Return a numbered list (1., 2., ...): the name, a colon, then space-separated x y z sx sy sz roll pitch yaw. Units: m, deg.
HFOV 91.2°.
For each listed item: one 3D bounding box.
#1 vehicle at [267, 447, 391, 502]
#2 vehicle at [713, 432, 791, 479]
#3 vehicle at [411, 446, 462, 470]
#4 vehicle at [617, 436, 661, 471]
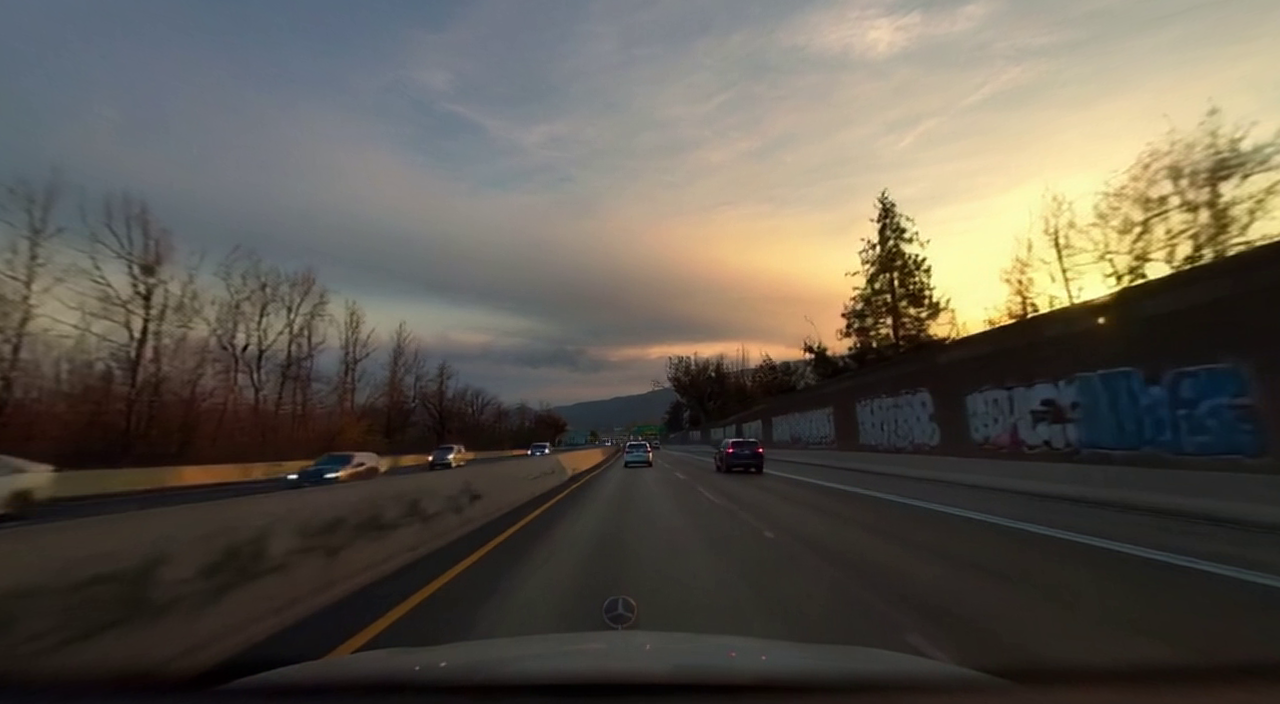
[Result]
1. vehicle: -9.593 3.766 19.733 1.895 1.504 3.928 0 -9 0
2. vehicle: 4.202 3.992 24.309 2.303 1.614 4.154 -1 -9 1
3. vehicle: -13.770 7.172 42.682 1.920 1.545 4.341 -1 -9 1
4. vehicle: -0.086 5.171 32.075 2.095 1.671 4.219 0 -9 0
